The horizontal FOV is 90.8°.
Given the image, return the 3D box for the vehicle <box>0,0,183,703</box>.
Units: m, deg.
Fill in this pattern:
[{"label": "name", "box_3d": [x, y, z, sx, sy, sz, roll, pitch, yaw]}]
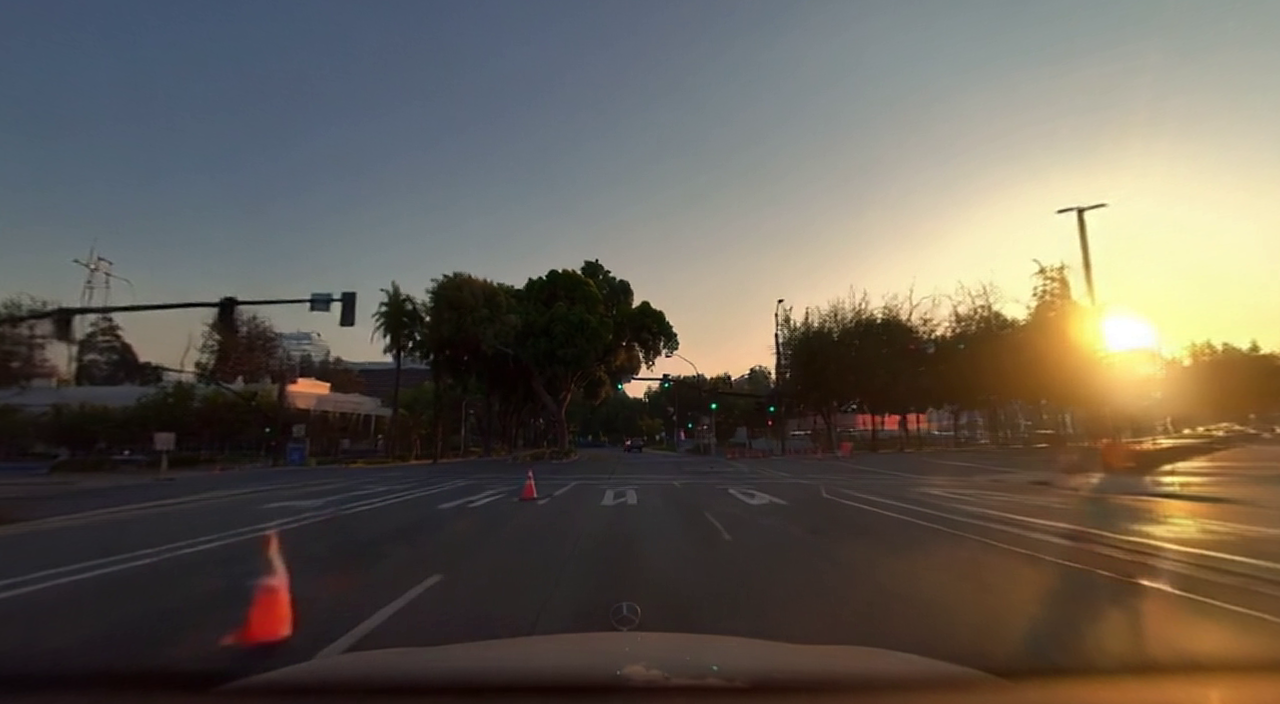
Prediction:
[{"label": "vehicle", "box_3d": [-3.930, -0.104, 1.974, 2.637, 3.576, 3.006, -1, -7, -1]}]
